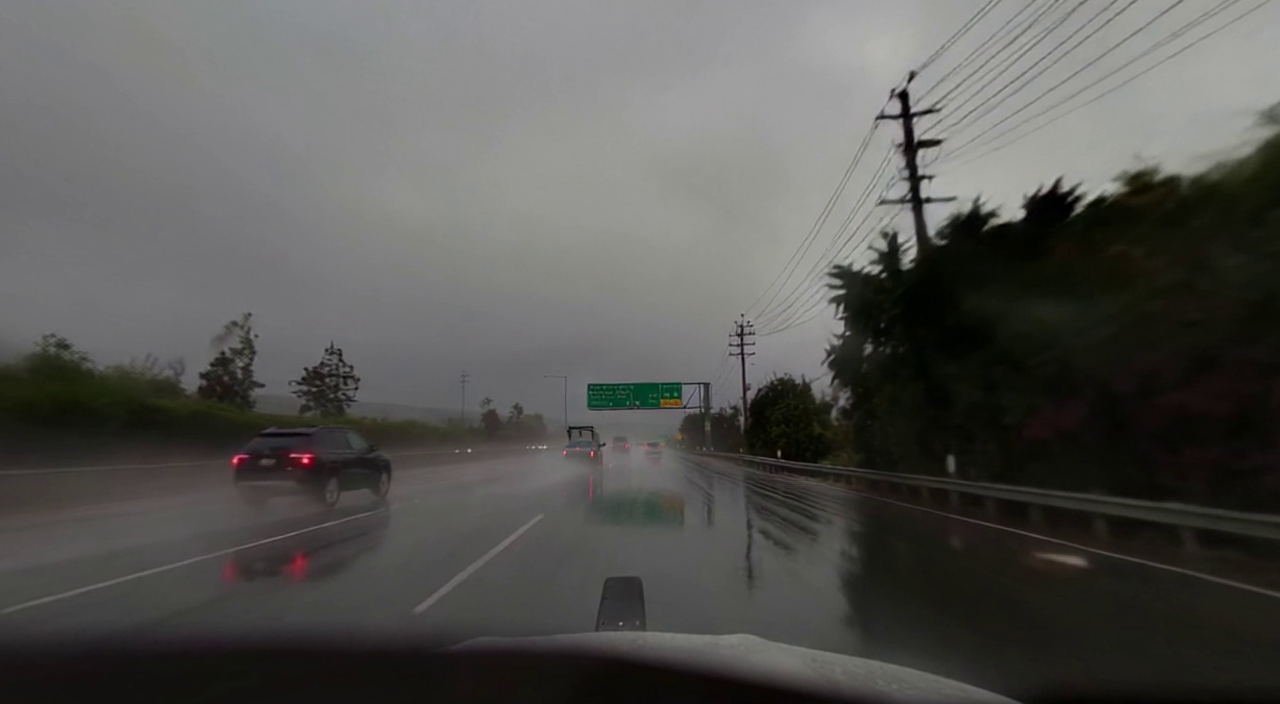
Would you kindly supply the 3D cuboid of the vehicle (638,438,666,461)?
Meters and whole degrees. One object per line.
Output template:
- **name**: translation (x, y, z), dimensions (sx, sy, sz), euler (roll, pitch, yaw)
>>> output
- **vehicle**: translation (0.957, 7.400, 47.696), dimensions (2.038, 1.677, 4.219), euler (0, -9, 2)

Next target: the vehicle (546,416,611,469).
- **vehicle**: translation (-3.549, 5.647, 39.020), dimensions (2.915, 2.885, 9.394), euler (0, -9, 1)

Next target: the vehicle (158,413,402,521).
- **vehicle**: translation (-7.410, 2.442, 13.895), dimensions (2.192, 1.893, 5.330), euler (0, -9, 0)
